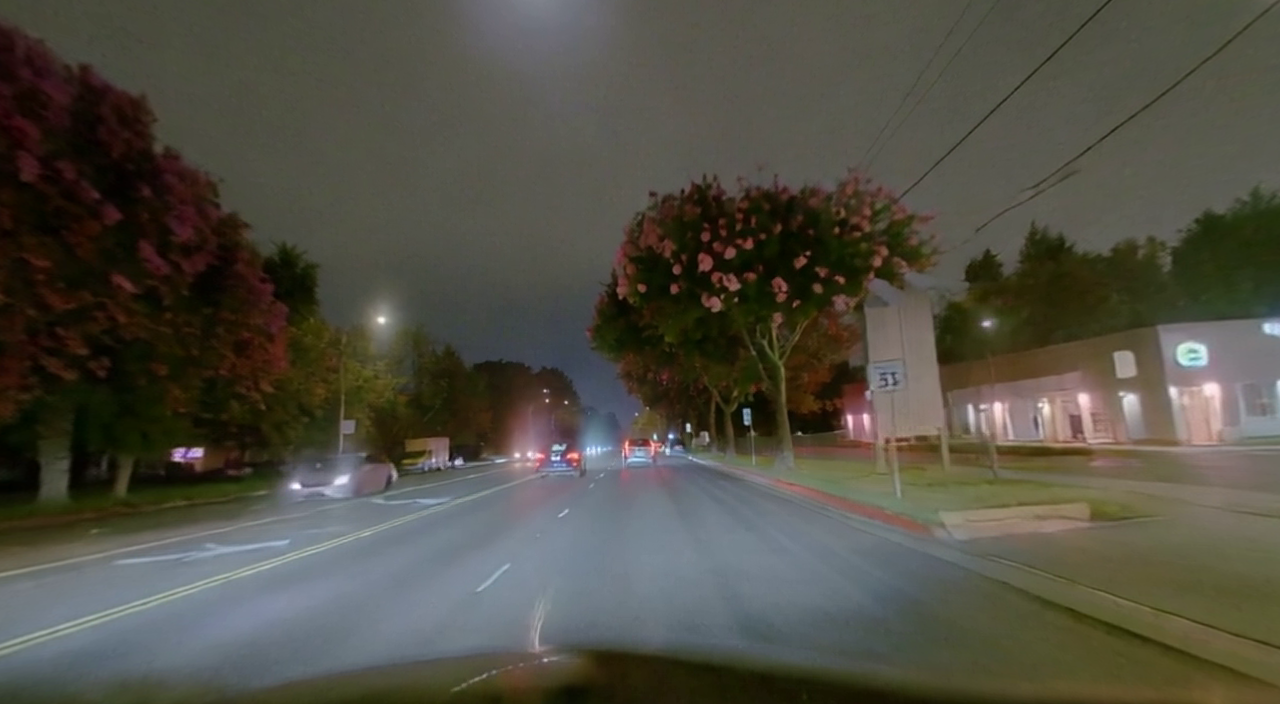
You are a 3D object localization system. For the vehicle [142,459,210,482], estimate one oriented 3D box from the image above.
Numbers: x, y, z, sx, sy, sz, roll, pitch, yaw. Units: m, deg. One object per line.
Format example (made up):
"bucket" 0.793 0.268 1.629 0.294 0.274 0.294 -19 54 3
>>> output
"vehicle" -31.489 8.038 42.911 3.340 1.400 1.578 -1 -8 -1

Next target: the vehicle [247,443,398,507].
"vehicle" -9.855 3.816 20.213 2.147 1.741 5.166 0 -9 0

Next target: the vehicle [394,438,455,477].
"vehicle" -16.362 7.975 48.359 2.474 2.431 6.256 -5 -7 -1

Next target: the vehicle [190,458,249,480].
"vehicle" -31.729 8.854 47.732 3.292 1.374 1.616 -3 -8 -2

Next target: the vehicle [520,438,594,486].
"vehicle" -2.991 4.077 23.740 2.167 1.634 4.220 0 -9 0

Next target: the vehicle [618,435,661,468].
"vehicle" -0.064 5.843 37.131 2.376 1.801 4.317 0 -9 -1
